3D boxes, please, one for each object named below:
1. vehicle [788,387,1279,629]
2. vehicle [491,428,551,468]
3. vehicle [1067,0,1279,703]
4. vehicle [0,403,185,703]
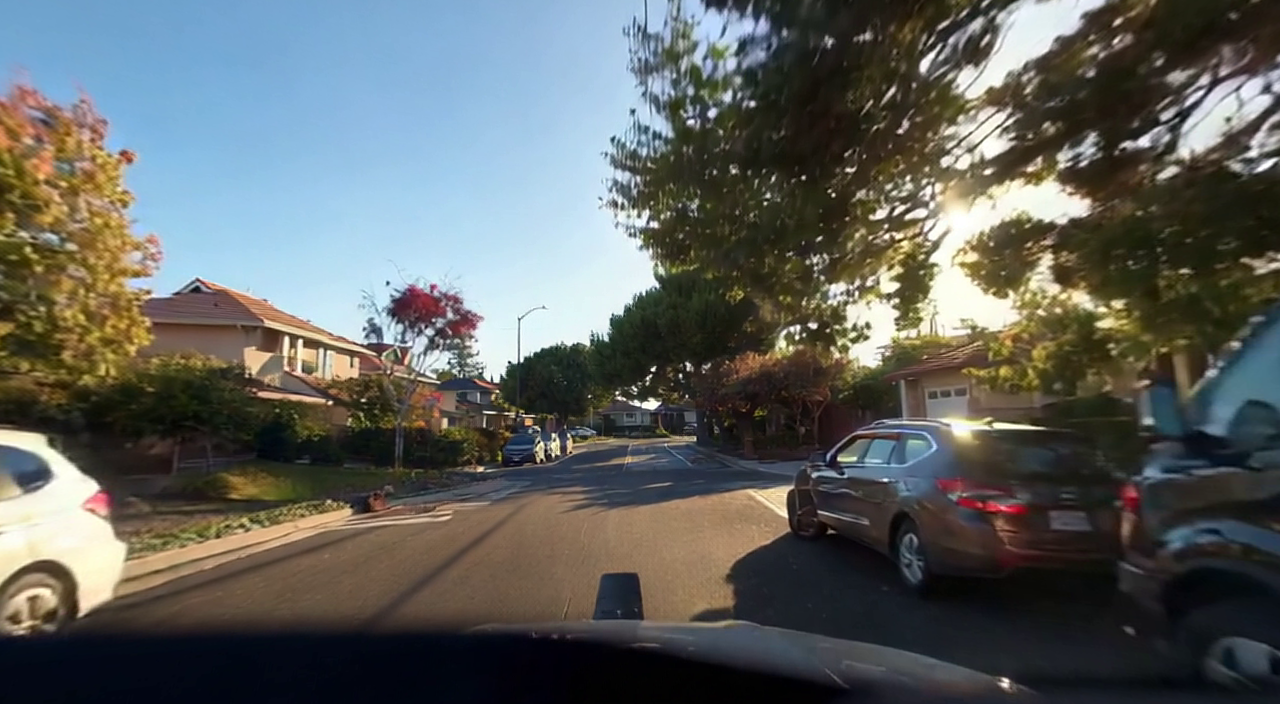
[{"bbox_3d":[3.249,1.352,6.613,2.073,1.619,4.574,0,-8,-3],"label":"vehicle"},{"bbox_3d":[-5.657,4.605,30.517,2.147,1.780,4.165,0,-8,-1],"label":"vehicle"},{"bbox_3d":[3.585,-0.052,0.312,2.541,3.000,5.932,0,-8,1],"label":"vehicle"},{"bbox_3d":[-4.309,0.929,2.328,2.034,1.552,4.285,0,-8,0],"label":"vehicle"}]
